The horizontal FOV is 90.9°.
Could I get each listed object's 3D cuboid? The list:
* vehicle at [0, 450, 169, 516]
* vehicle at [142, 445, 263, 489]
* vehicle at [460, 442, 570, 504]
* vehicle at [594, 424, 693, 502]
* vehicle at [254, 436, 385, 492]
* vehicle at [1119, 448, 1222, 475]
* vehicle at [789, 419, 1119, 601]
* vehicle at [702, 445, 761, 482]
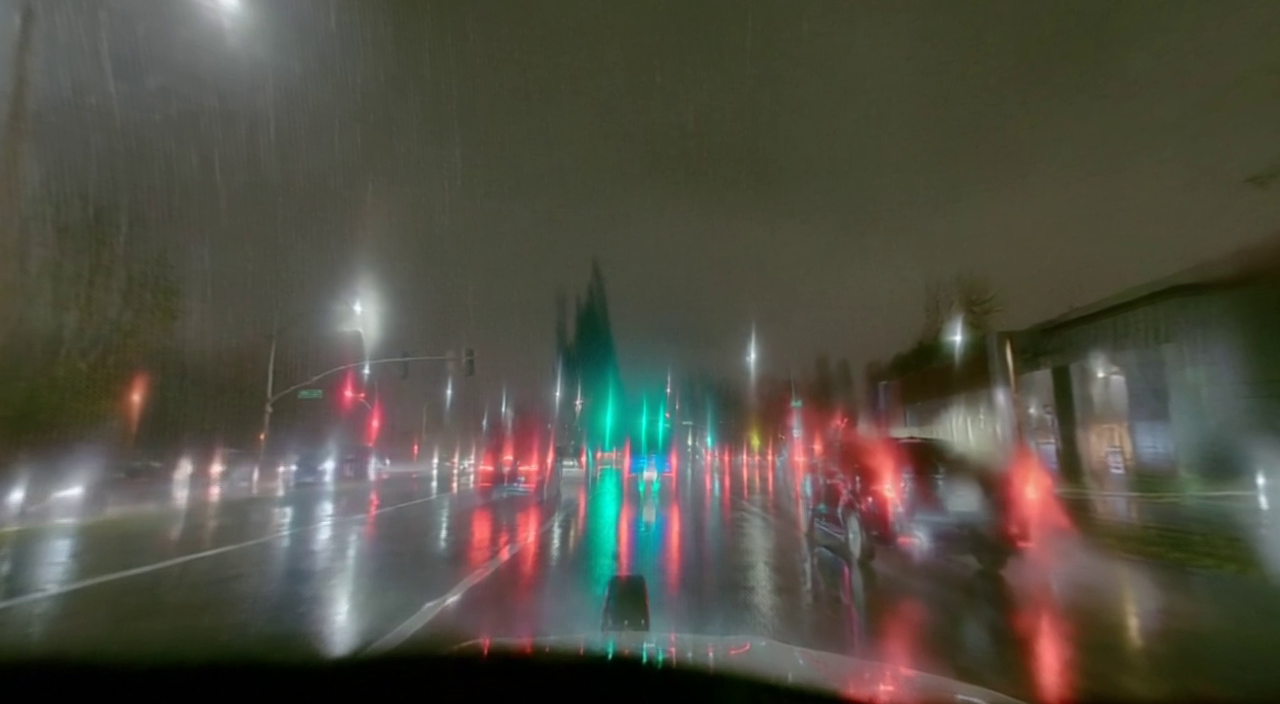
[{"bbox_3d":[-15.289,3.360,16.766,1.932,1.449,4.545,0,-8,1],"label":"vehicle"},{"bbox_3d":[-19.012,4.951,27.696,1.982,1.728,4.696,0,-8,-1],"label":"vehicle"},{"bbox_3d":[-3.220,3.202,17.221,1.986,1.465,4.509,0,-8,1],"label":"vehicle"},{"bbox_3d":[0.092,3.154,18.379,2.493,1.934,4.957,0,-8,0],"label":"vehicle"},{"bbox_3d":[-11.627,4.074,23.374,2.150,1.838,4.981,0,-8,1],"label":"vehicle"},{"bbox_3d":[32.007,6.597,38.108,4.345,1.437,1.896,-2,-8,3],"label":"vehicle"},{"bbox_3d":[3.353,1.740,7.867,1.955,1.628,4.152,0,-8,0],"label":"vehicle"},{"bbox_3d":[4.036,4.979,28.497,1.968,1.472,4.456,0,-8,-1],"label":"vehicle"}]
